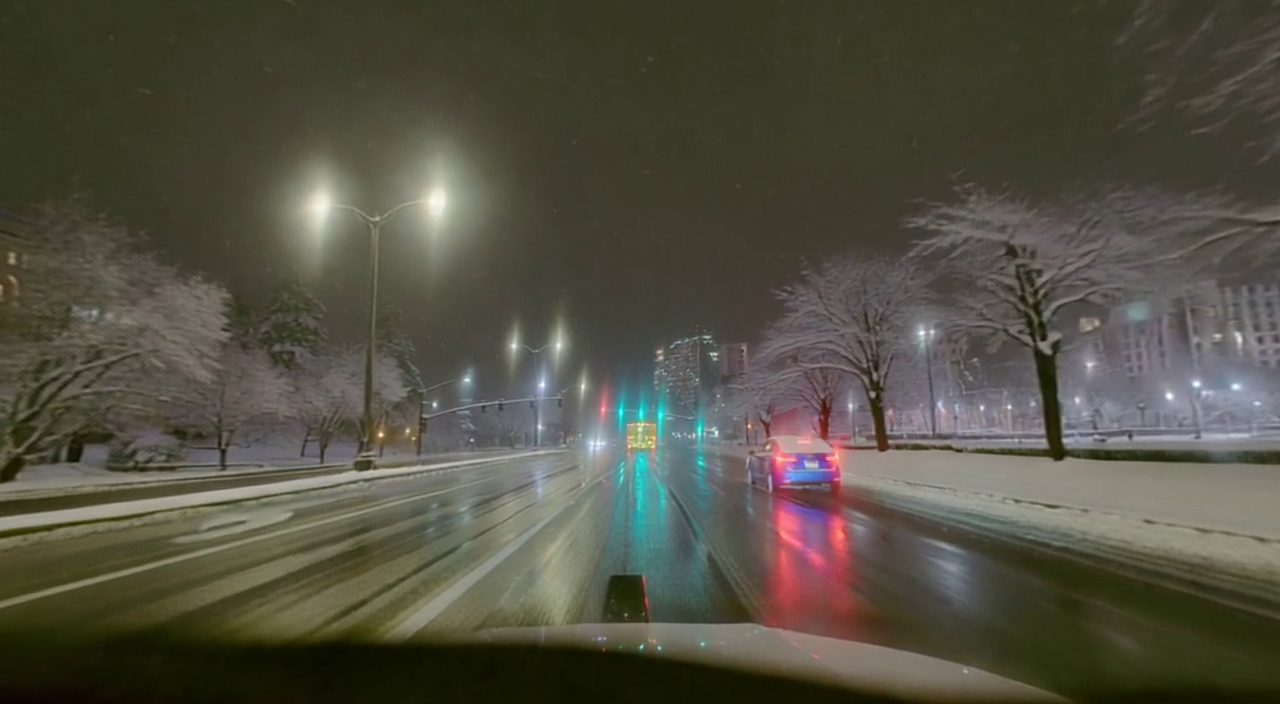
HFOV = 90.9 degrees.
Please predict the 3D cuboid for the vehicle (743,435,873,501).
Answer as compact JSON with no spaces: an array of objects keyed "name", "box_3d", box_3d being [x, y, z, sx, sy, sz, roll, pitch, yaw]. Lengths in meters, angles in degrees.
[{"name":"vehicle","box_3d":[4.136,2.921,16.410,2.005,1.442,4.675,0,-8,-1]}]
